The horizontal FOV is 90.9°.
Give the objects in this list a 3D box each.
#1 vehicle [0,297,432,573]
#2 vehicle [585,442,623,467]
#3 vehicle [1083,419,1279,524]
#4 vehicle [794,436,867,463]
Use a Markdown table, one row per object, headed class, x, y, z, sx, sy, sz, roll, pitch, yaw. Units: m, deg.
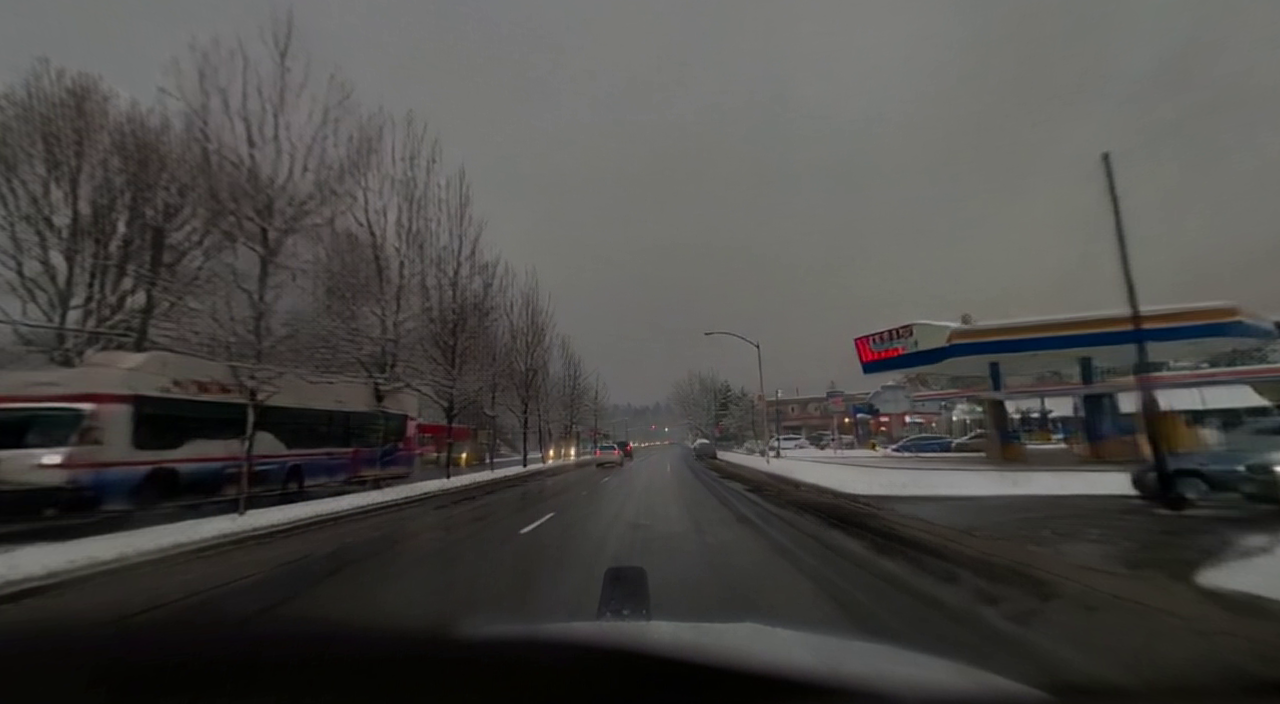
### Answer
| class | x | y | z | sx | sy | sz | roll | pitch | yaw |
| --- | --- | --- | --- | --- | --- | --- | --- | --- | --- |
| vehicle | -8.475 | 1.896 | 14.191 | 3.056 | 3.289 | 13.199 | -2 | -8 | 1 |
| vehicle | -2.089 | 6.128 | 37.731 | 1.959 | 1.406 | 4.272 | 0 | -9 | 1 |
| vehicle | 10.117 | 1.967 | 10.766 | 1.888 | 1.465 | 4.727 | -1 | -9 | 3 |
| vehicle | 13.133 | 6.731 | 43.600 | 4.454 | 1.776 | 1.891 | 0 | -8 | 3 |
